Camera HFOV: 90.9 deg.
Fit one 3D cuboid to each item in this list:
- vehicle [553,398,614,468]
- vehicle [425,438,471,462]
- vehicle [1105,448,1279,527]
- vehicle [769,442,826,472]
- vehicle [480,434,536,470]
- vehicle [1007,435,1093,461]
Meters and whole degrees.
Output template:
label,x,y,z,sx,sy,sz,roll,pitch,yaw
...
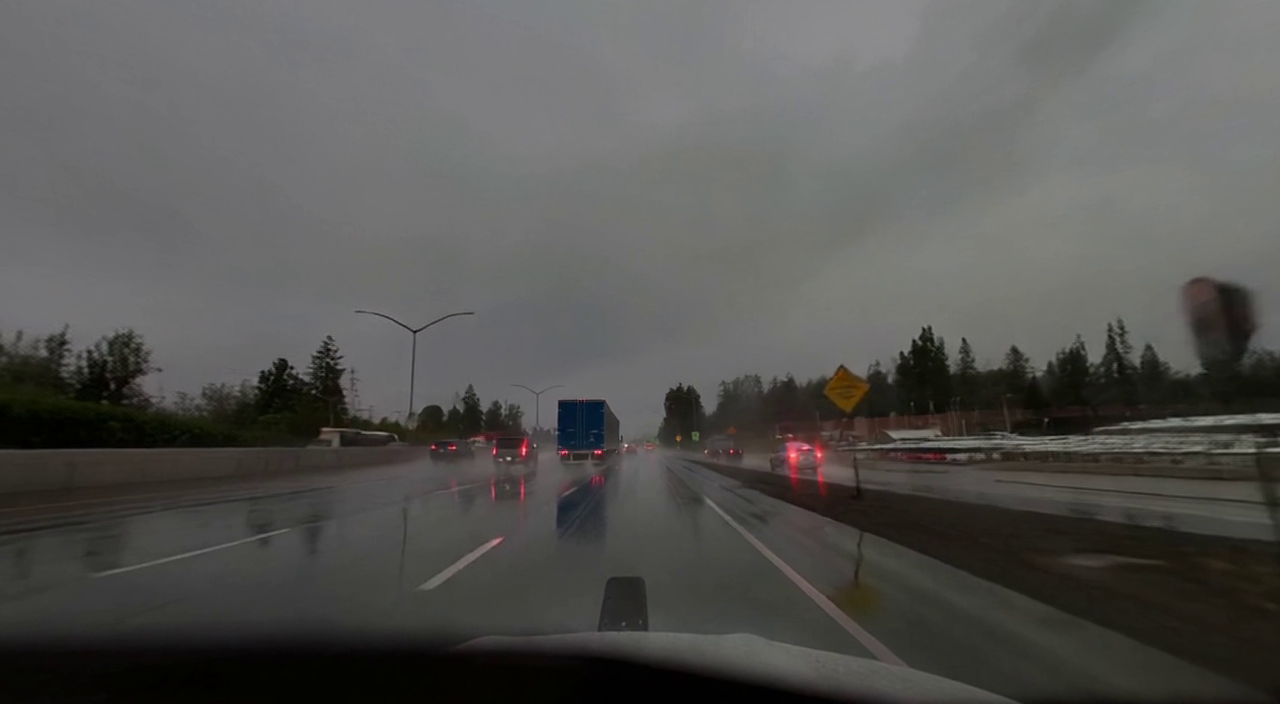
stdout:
label,x,y,z,sx,sy,sz,roll,pitch,yaw
vehicle,-3.540,5.616,43.048,2.905,4.037,12.921,0,-8,0
vehicle,-14.348,7.380,47.459,1.997,1.695,4.492,0,-8,1
vehicle,13.464,2.942,14.140,2.022,1.505,4.786,1,-8,-7
vehicle,9.783,6.540,39.521,2.083,1.706,4.129,1,-8,-6
vehicle,-7.106,5.424,34.425,2.058,1.840,4.443,0,-8,1
vehicle,28.298,6.620,43.636,4.586,1.710,1.944,0,-8,-2
